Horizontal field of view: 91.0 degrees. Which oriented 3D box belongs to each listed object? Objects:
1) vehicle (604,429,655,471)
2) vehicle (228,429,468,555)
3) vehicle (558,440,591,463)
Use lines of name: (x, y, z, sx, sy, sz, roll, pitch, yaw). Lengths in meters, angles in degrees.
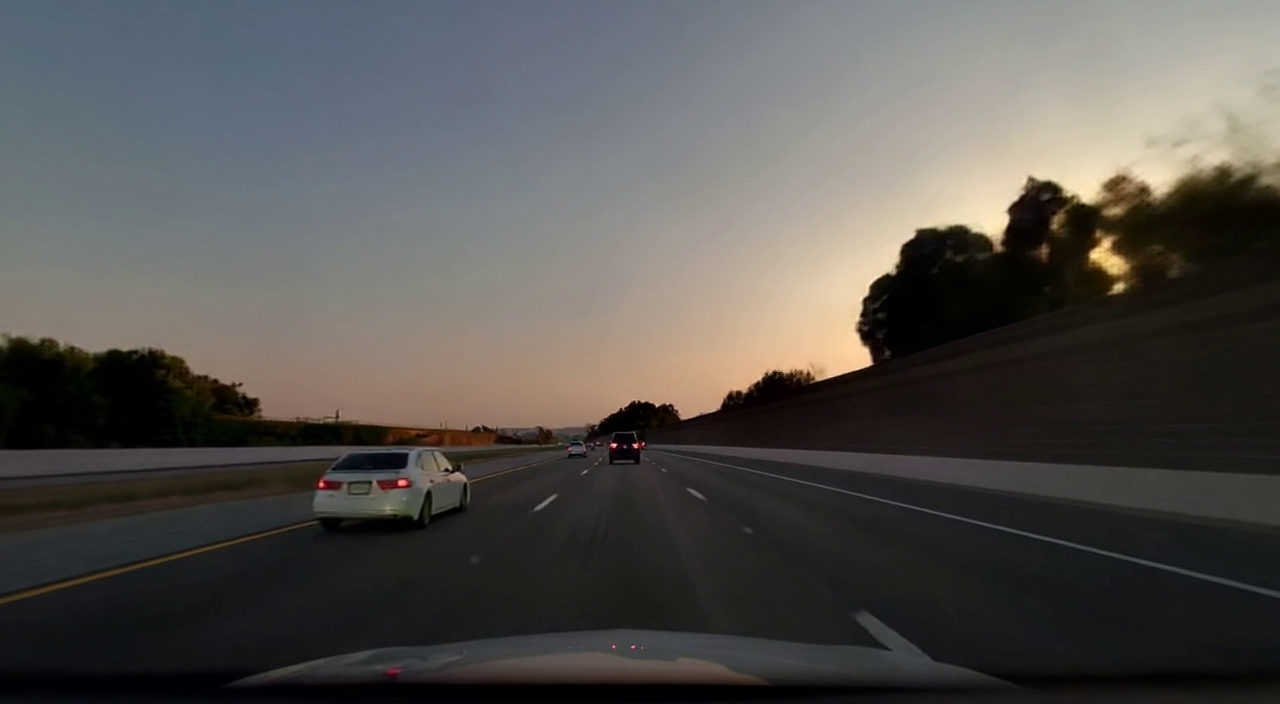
vehicle: (-0.566, 4.942, 31.968, 2.382, 1.973, 4.439, 0, -8, -1)
vehicle: (-4.201, 2.034, 9.855, 1.945, 1.550, 3.780, 0, -8, 0)
vehicle: (-4.816, 7.351, 46.764, 2.039, 1.602, 4.317, 0, -8, -1)
